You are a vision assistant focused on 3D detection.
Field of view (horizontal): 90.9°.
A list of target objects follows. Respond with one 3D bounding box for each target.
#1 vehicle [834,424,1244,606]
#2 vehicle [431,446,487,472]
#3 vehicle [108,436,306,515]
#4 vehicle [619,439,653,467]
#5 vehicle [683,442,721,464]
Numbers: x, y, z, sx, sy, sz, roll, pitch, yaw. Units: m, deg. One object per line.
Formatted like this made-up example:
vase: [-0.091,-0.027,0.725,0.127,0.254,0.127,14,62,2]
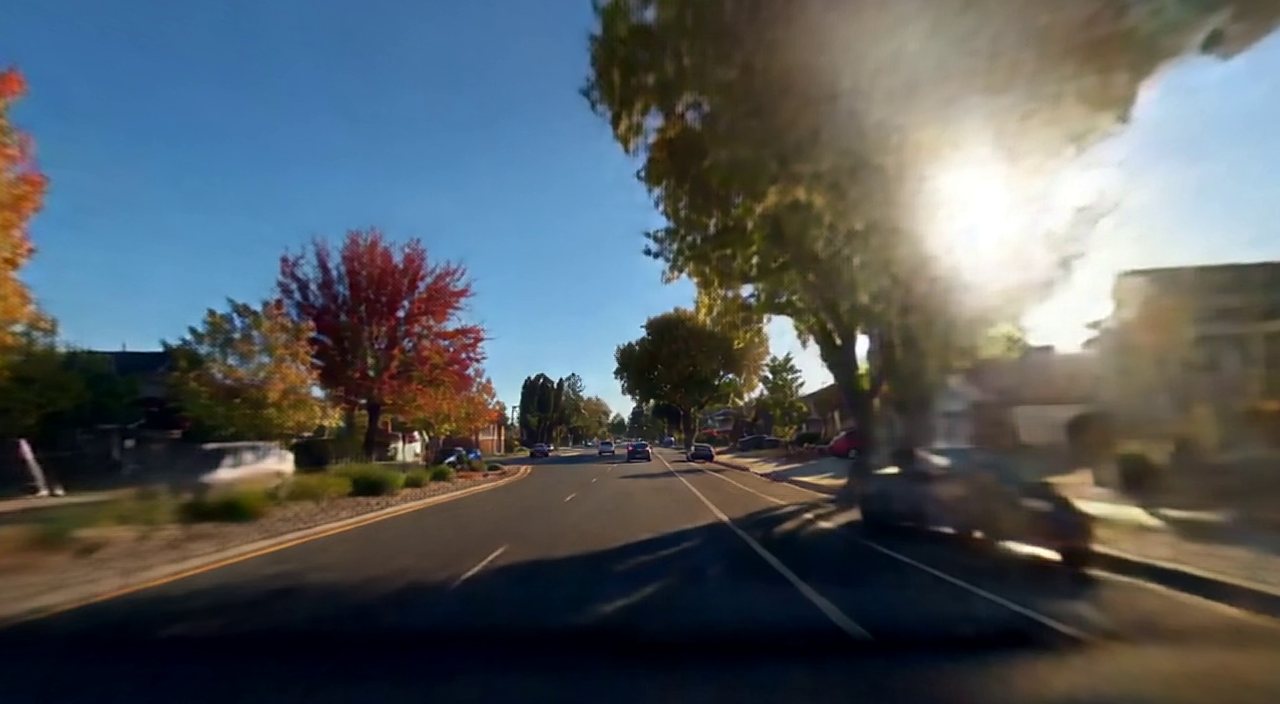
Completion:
vehicle: [4.066,1.712,7.595,2.045,1.517,4.394,0,-8,0]
vehicle: [-11.338,6.709,39.776,2.003,1.457,4.762,-1,-8,1]
vehicle: [-11.073,3.151,16.667,2.007,1.689,4.541,-2,-8,0]
vehicle: [-0.252,6.275,39.357,2.024,1.655,4.301,0,-8,0]
vehicle: [4.380,7.206,45.333,2.080,1.469,4.898,0,-8,-1]
